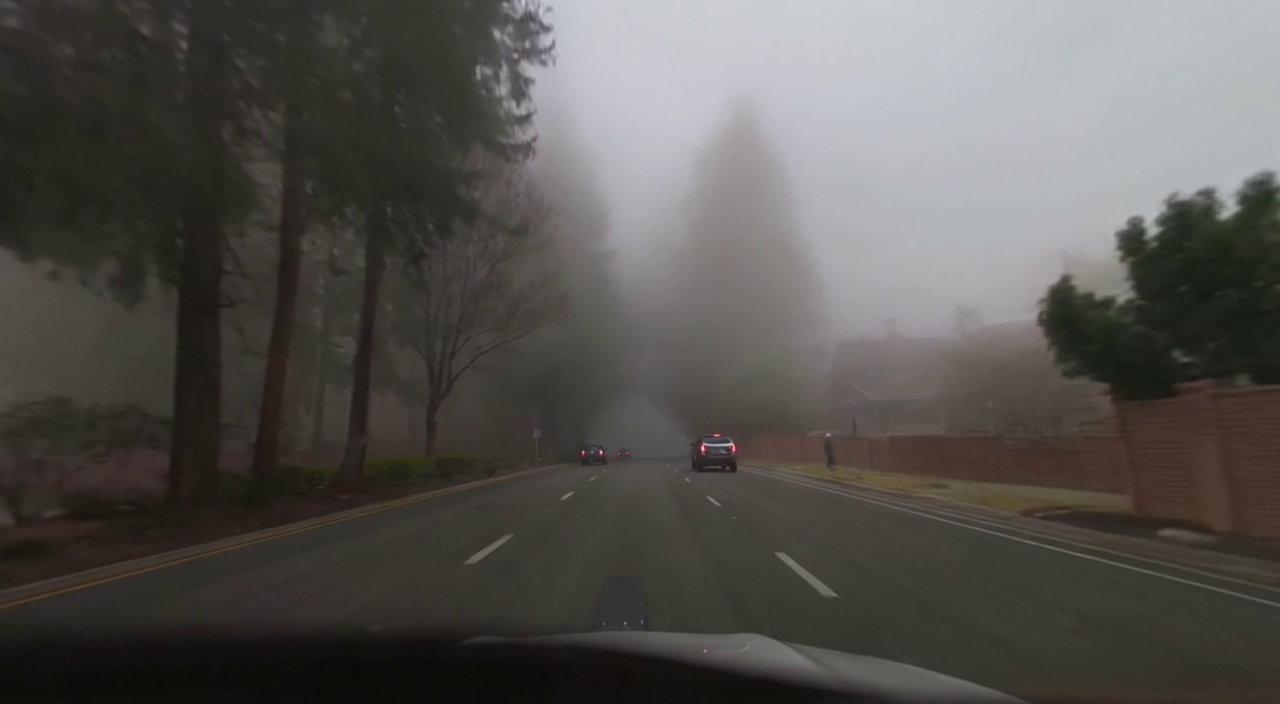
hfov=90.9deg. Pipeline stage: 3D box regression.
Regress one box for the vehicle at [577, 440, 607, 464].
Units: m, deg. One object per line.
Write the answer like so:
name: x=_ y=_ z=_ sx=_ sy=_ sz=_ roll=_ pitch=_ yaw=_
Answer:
vehicle: x=-3.649 y=7.692 z=48.692 sx=2.002 sy=1.747 sz=4.728 roll=0 pitch=-8 yaw=0

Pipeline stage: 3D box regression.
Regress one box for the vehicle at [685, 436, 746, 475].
vehicle: x=3.551 y=4.983 z=30.627 sx=2.321 sy=1.695 sz=5.037 roll=0 pitch=-8 yaw=-1
